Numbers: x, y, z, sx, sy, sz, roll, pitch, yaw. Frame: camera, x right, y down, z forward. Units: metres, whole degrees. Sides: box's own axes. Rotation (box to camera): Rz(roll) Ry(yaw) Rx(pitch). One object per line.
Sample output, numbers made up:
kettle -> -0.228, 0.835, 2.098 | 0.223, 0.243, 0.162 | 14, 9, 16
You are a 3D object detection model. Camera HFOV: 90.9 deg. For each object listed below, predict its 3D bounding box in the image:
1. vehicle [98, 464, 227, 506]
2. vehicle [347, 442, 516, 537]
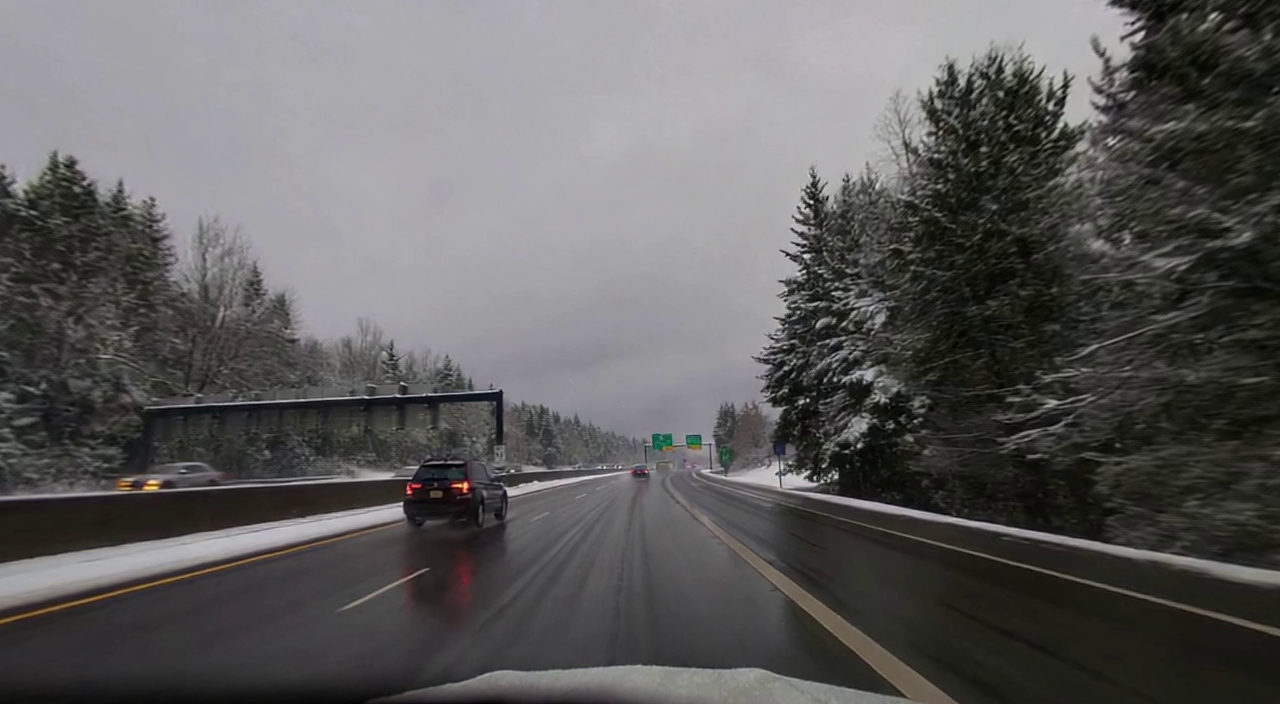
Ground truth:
vehicle -> -18.381, 5.119, 24.494 | 1.801, 1.460, 3.905 | 1, -10, 2
vehicle -> -4.063, 2.775, 13.083 | 2.000, 1.594, 3.996 | 1, -10, 2
